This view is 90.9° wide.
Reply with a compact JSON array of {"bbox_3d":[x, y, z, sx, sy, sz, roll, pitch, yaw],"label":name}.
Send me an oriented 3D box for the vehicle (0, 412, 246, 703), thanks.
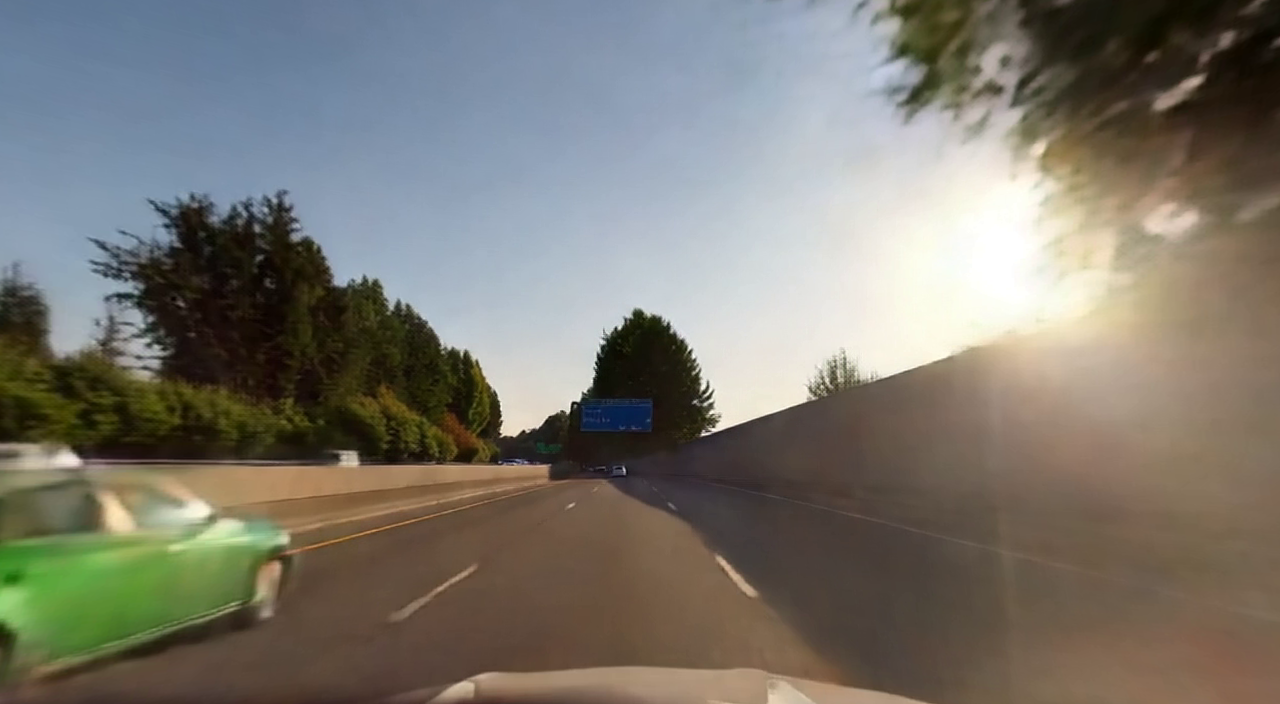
[{"bbox_3d":[-3.924,0.950,2.546,2.006,1.469,4.050,1,-10,0],"label":"vehicle"}]
